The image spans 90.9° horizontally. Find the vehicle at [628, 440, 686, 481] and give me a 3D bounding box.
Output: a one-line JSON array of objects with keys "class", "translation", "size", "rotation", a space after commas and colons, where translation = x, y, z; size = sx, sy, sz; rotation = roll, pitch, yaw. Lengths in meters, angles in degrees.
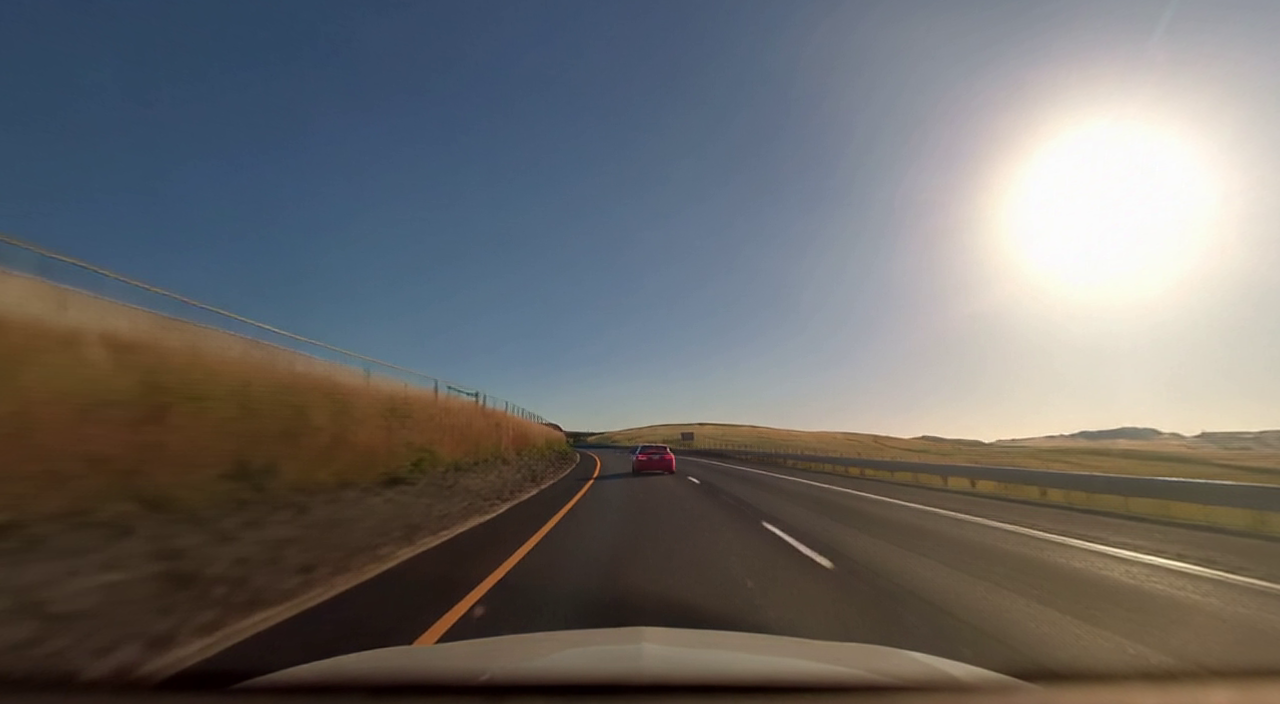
[{"class": "vehicle", "translation": [0.575, 4.321, 25.347], "size": [2.029, 1.474, 4.183], "rotation": [0, -9, -2]}]
